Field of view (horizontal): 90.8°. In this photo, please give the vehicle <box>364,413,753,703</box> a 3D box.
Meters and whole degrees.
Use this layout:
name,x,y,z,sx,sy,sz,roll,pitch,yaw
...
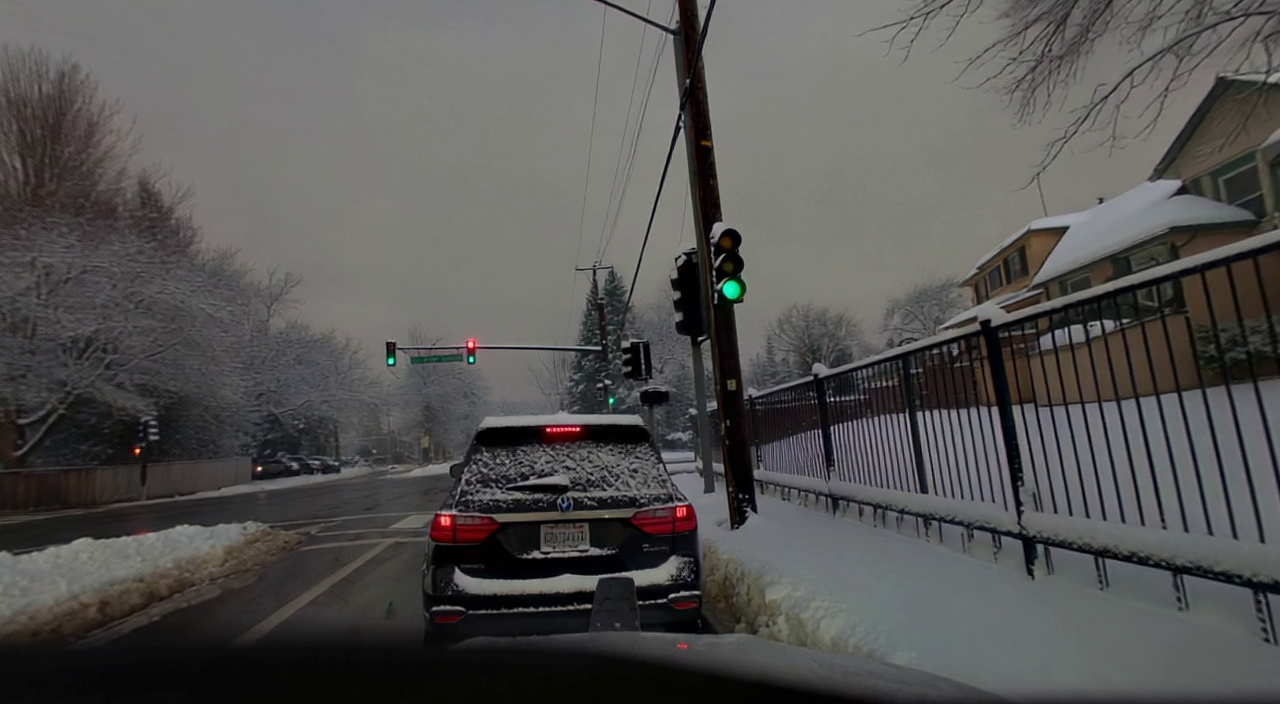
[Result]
name,x,y,z,sx,sy,sz,roll,pitch,yaw
vehicle,-0.670,1.361,5.227,2.024,1.502,3.702,1,-9,-9
